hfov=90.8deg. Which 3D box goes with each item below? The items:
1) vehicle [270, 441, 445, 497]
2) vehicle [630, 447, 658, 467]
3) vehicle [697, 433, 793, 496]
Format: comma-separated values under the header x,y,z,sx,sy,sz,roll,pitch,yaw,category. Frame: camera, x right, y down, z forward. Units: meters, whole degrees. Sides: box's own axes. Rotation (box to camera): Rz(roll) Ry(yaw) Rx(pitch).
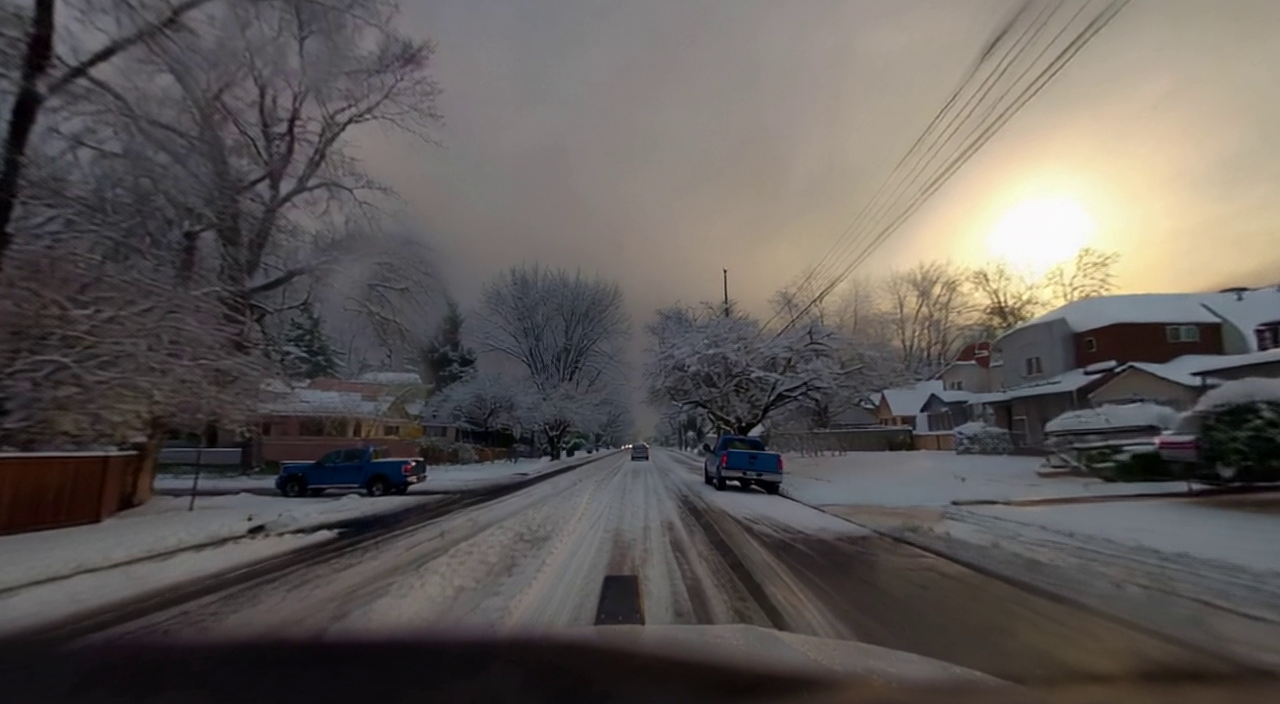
x,y,z,sx,sy,sz,roll,pitch,yaw,category
-9.476,3.950,21.479,4.947,1.769,2.023,0,-9,2,vehicle
0.324,8.009,48.278,2.064,1.477,3.968,0,-9,1,vehicle
3.475,3.864,22.240,2.394,1.901,5.759,0,-9,0,vehicle
